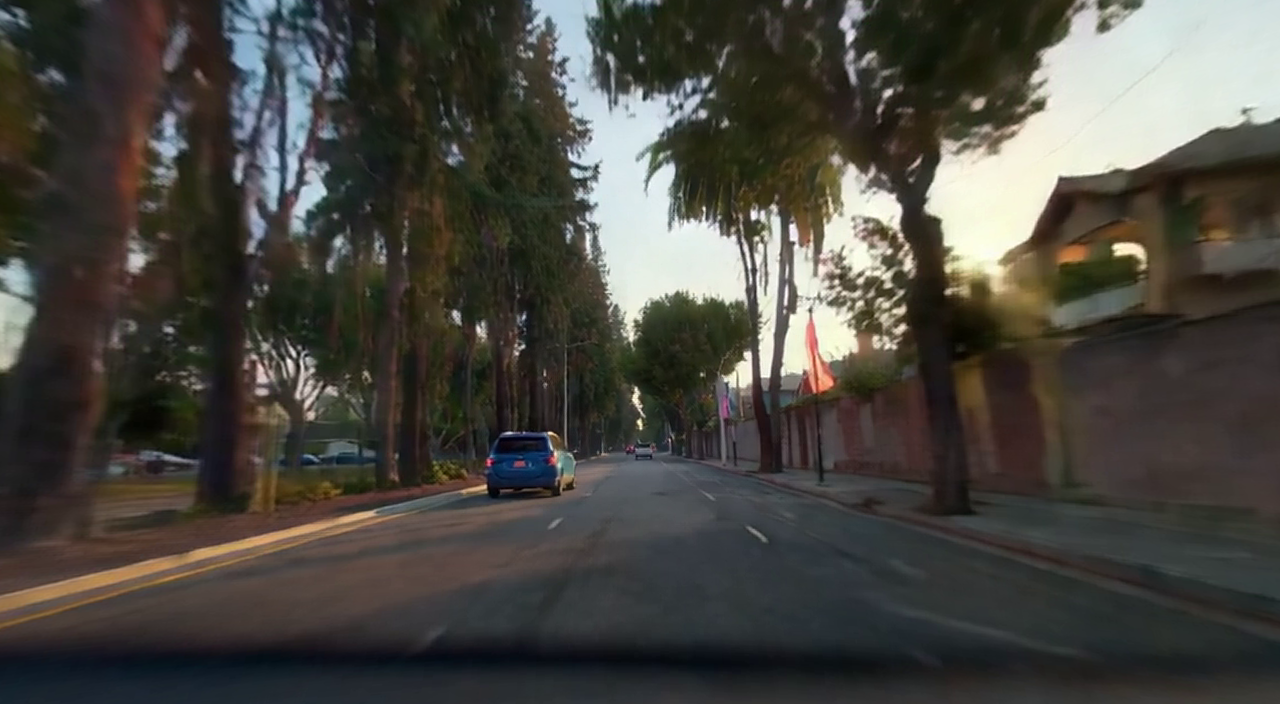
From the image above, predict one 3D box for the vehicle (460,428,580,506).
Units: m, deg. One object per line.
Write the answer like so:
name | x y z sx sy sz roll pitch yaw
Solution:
vehicle | -3.093 3.097 17.414 2.281 1.837 4.845 0 -9 1
